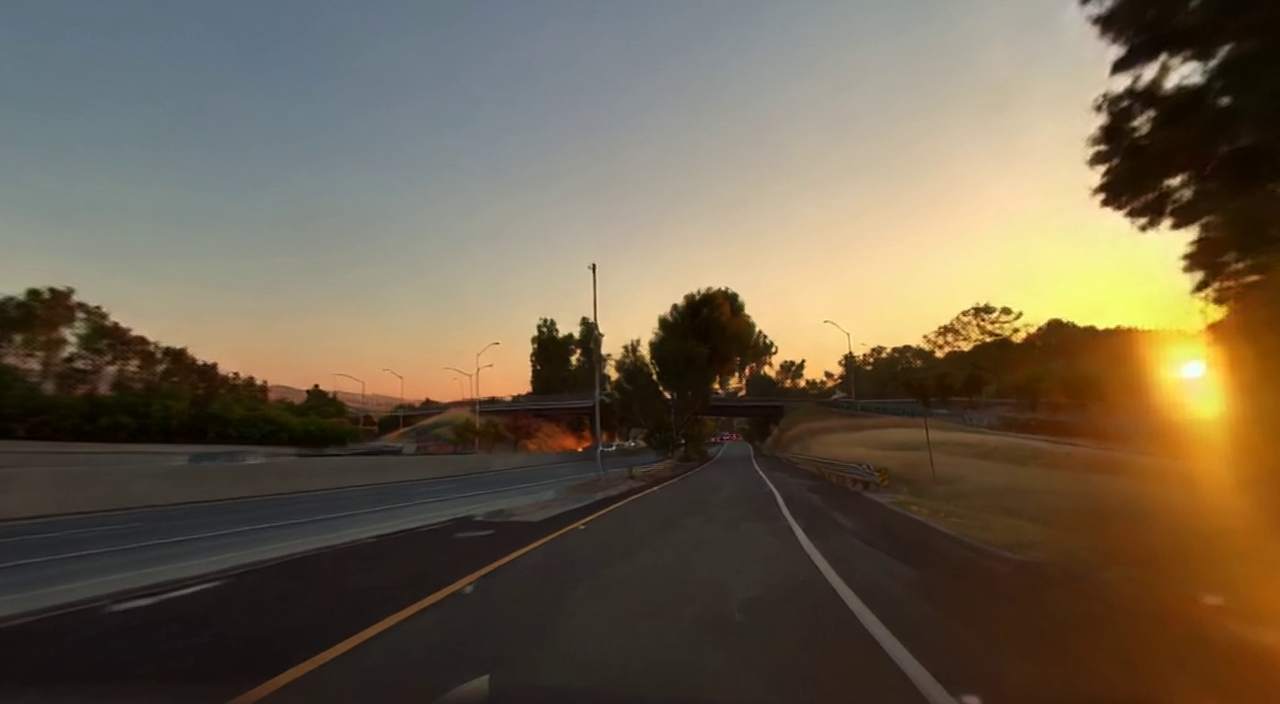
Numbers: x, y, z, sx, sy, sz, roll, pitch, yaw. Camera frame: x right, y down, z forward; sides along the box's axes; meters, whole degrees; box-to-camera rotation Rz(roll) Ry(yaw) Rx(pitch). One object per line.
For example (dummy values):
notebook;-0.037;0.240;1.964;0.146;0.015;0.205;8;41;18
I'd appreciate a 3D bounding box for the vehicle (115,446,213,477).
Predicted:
vehicle;-22.654;5.202;30.160;1.648;1.394;3.439;-2;-9;11
